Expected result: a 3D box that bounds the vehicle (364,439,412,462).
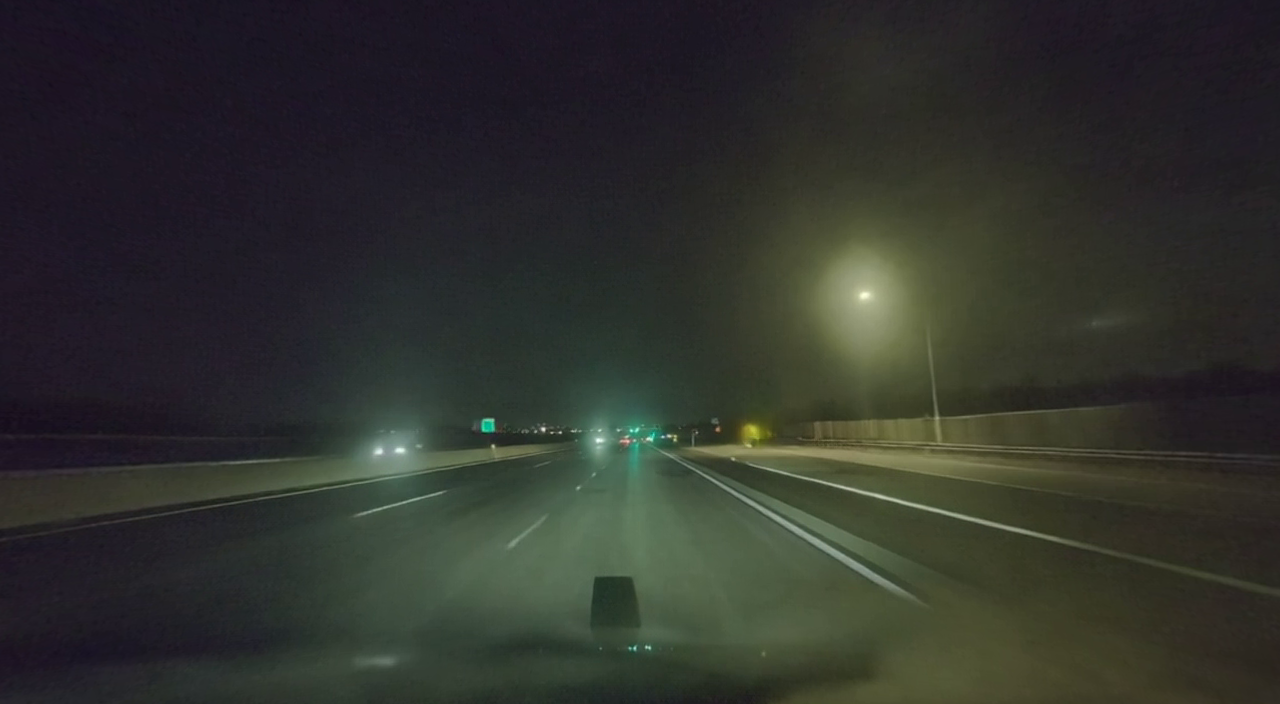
[{"bbox_3d":[-19.431,7.594,48.773,1.891,1.607,4.384,0,-8,0],"label":"vehicle"}]
